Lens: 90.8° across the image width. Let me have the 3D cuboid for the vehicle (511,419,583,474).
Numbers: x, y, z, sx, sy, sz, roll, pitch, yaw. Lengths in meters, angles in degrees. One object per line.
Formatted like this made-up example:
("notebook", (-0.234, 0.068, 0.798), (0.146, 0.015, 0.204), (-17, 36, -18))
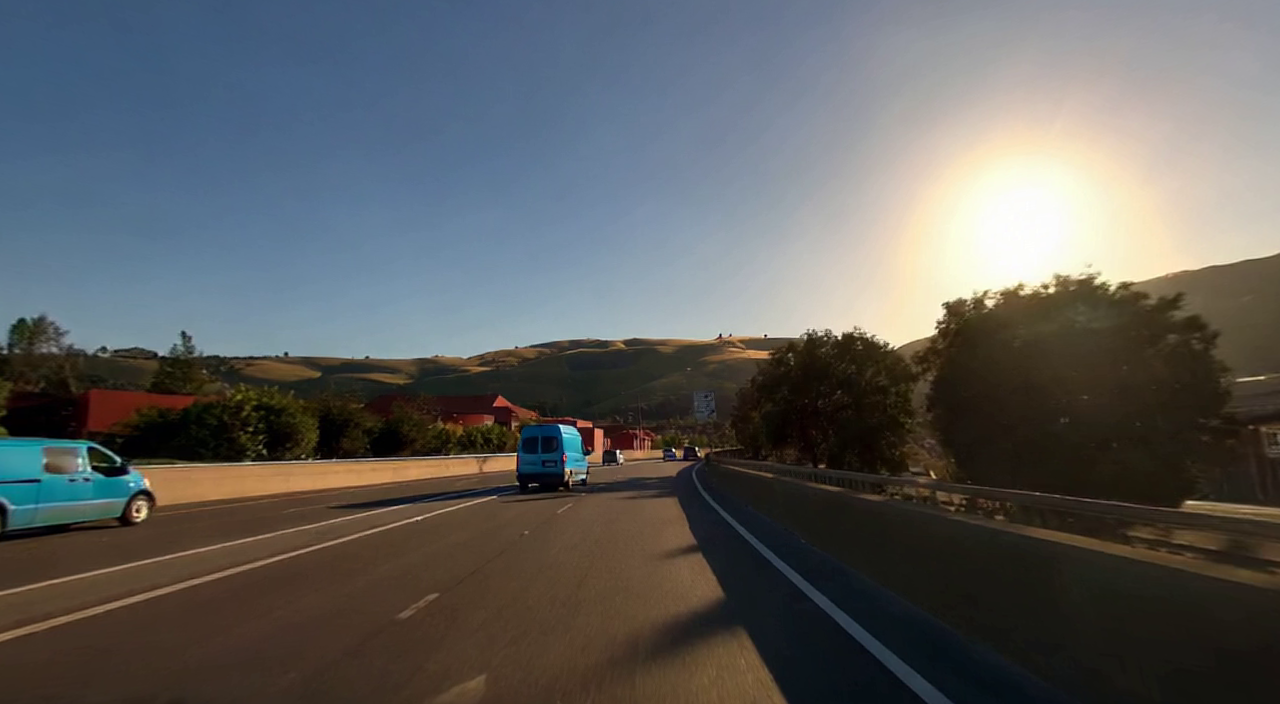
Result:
("vehicle", (-4.904, 5.181, 34.525), (2.314, 2.703, 6.441), (-1, -9, 6))

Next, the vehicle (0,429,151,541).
("vehicle", (-9.691, 1.880, 9.037), (1.821, 1.524, 4.342), (0, -9, 1))
